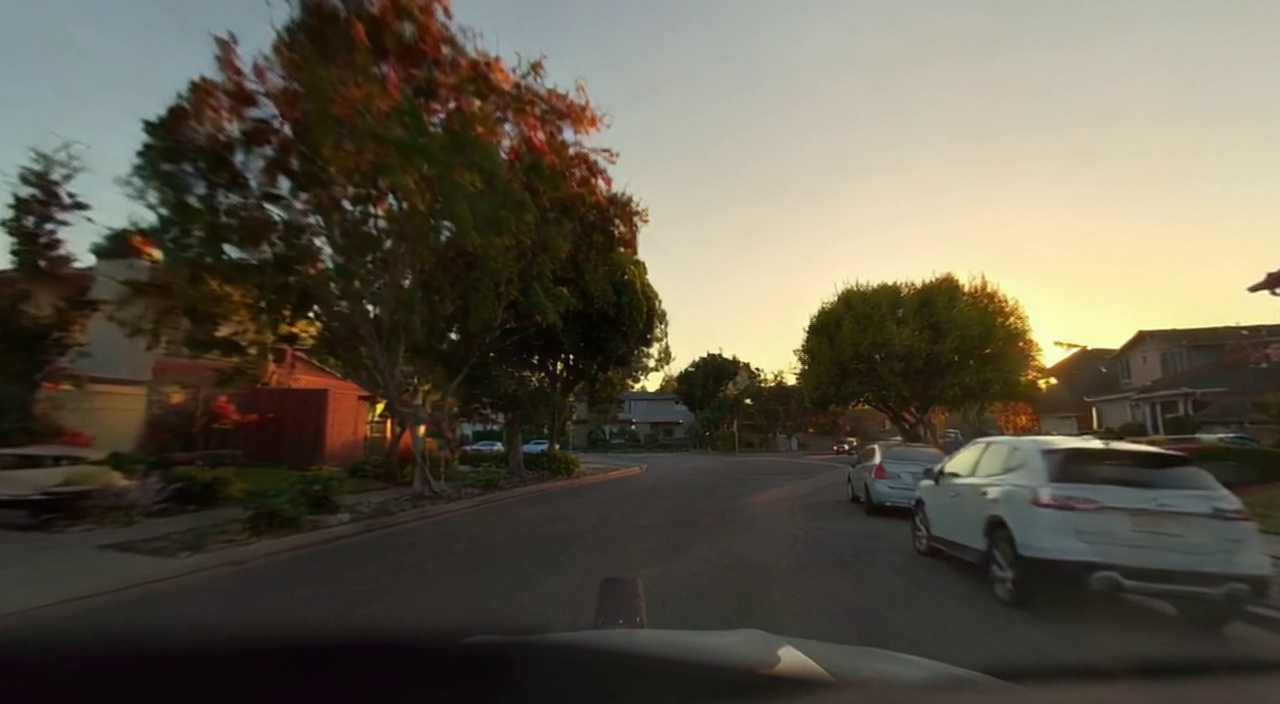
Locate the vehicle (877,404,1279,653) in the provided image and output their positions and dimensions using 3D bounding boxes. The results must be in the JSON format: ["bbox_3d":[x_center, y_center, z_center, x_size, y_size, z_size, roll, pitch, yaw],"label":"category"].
[{"bbox_3d":[4.190,1.529,6.662,2.075,1.657,4.648,-1,-8,7],"label":"vehicle"}]
